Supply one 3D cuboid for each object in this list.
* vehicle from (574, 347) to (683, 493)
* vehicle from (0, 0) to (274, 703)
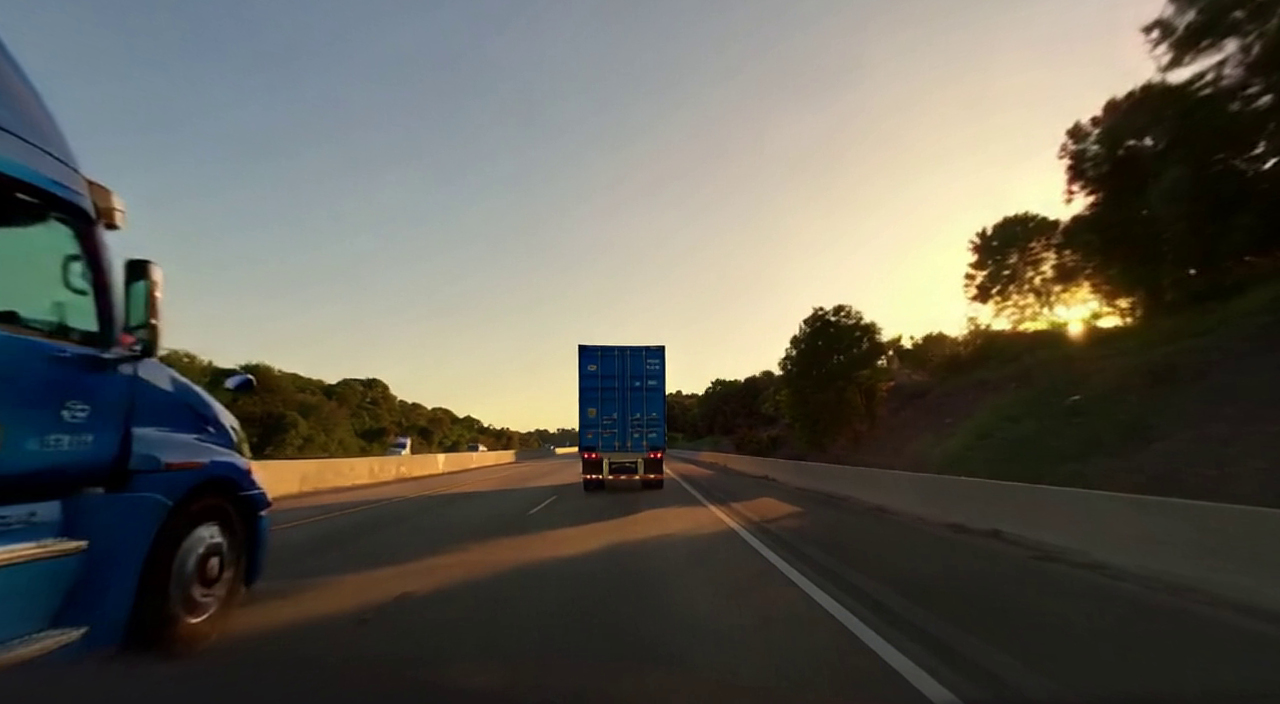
[{"bbox_3d":[-0.311,2.671,22.884,2.942,4.003,11.297,0,-9,0],"label":"vehicle"},{"bbox_3d":[-4.117,-0.250,1.017,3.418,3.652,5.690,0,-9,1],"label":"vehicle"}]
